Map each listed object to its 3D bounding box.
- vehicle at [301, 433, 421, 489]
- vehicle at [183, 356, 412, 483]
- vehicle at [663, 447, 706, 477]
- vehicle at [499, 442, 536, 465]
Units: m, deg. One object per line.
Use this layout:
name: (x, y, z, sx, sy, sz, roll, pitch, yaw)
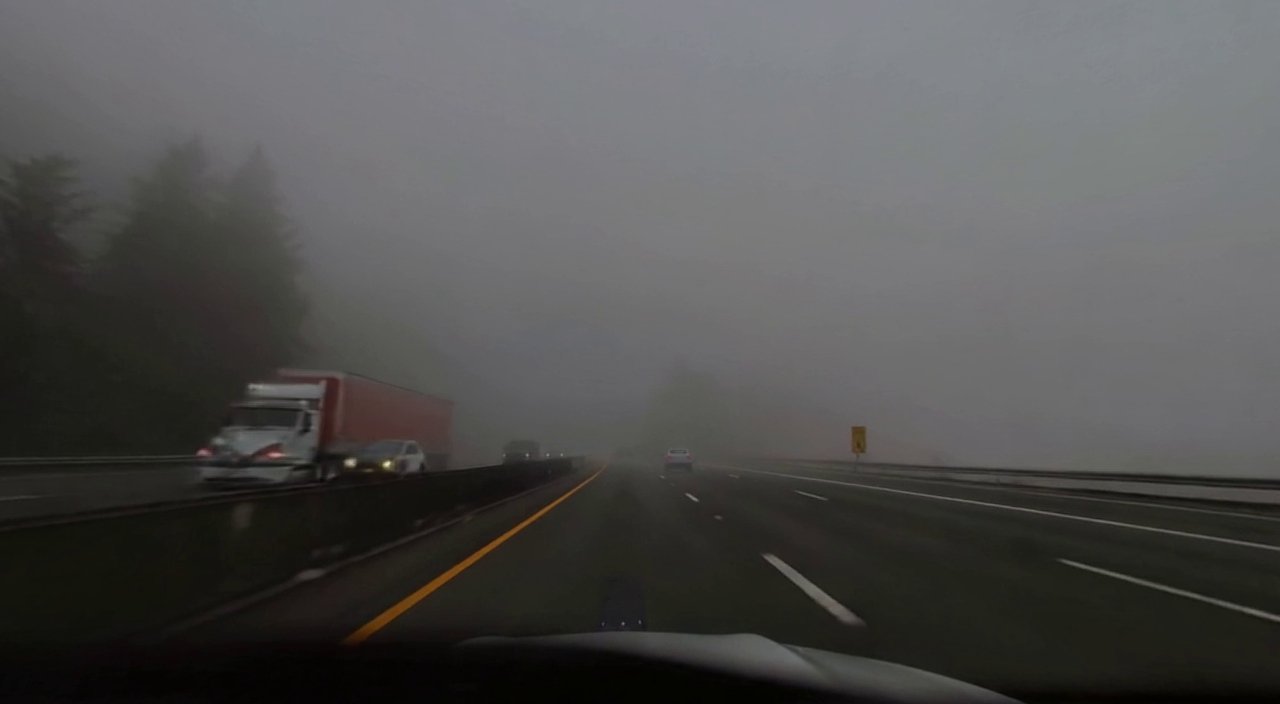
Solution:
vehicle: (-8.023, 3.171, 18.520, 1.830, 1.438, 3.678, 0, -9, -1)
vehicle: (-12.593, 2.942, 25.101, 2.947, 3.956, 11.078, 0, -9, -1)
vehicle: (2.514, 6.384, 36.688, 2.111, 1.599, 3.859, 0, -9, -1)
vehicle: (-8.783, 7.291, 45.398, 1.965, 1.566, 4.141, 0, -9, -2)
